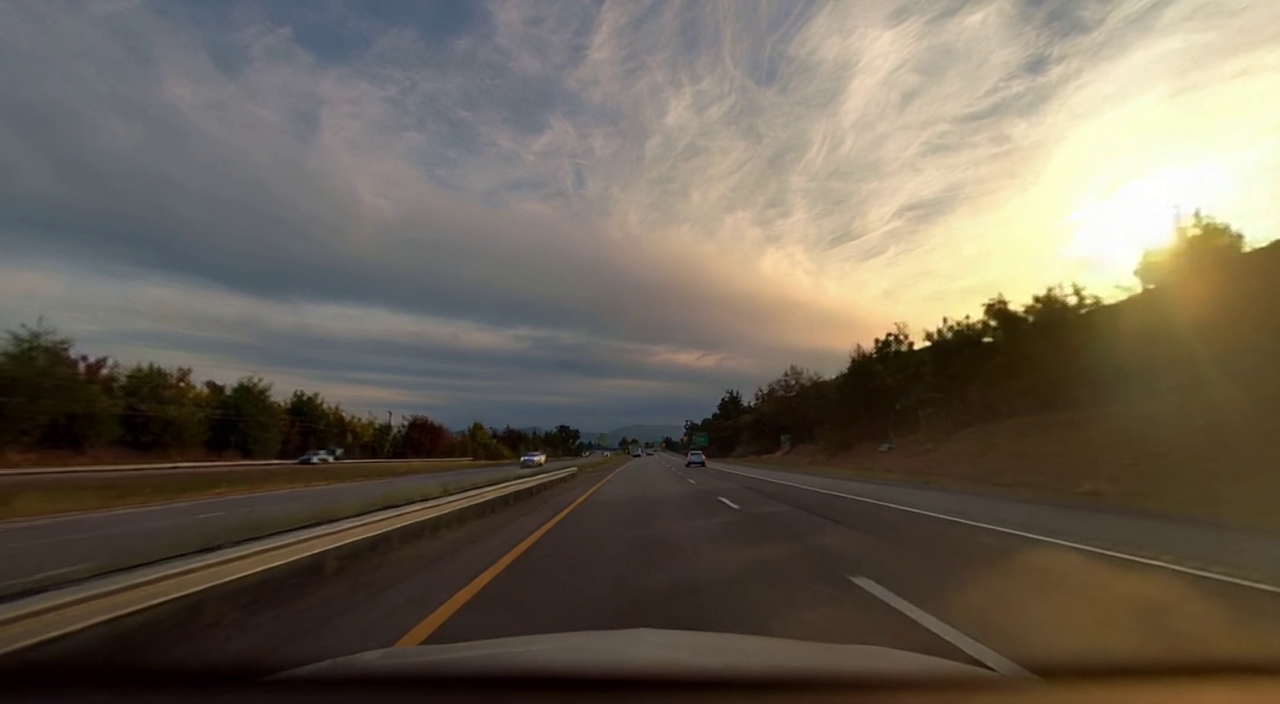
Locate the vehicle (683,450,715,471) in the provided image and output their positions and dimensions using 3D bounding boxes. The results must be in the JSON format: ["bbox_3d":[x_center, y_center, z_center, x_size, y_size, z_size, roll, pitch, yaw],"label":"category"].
[{"bbox_3d":[4.471,8.313,48.499,1.984,1.481,4.376,0,-9,0],"label":"vehicle"}]
